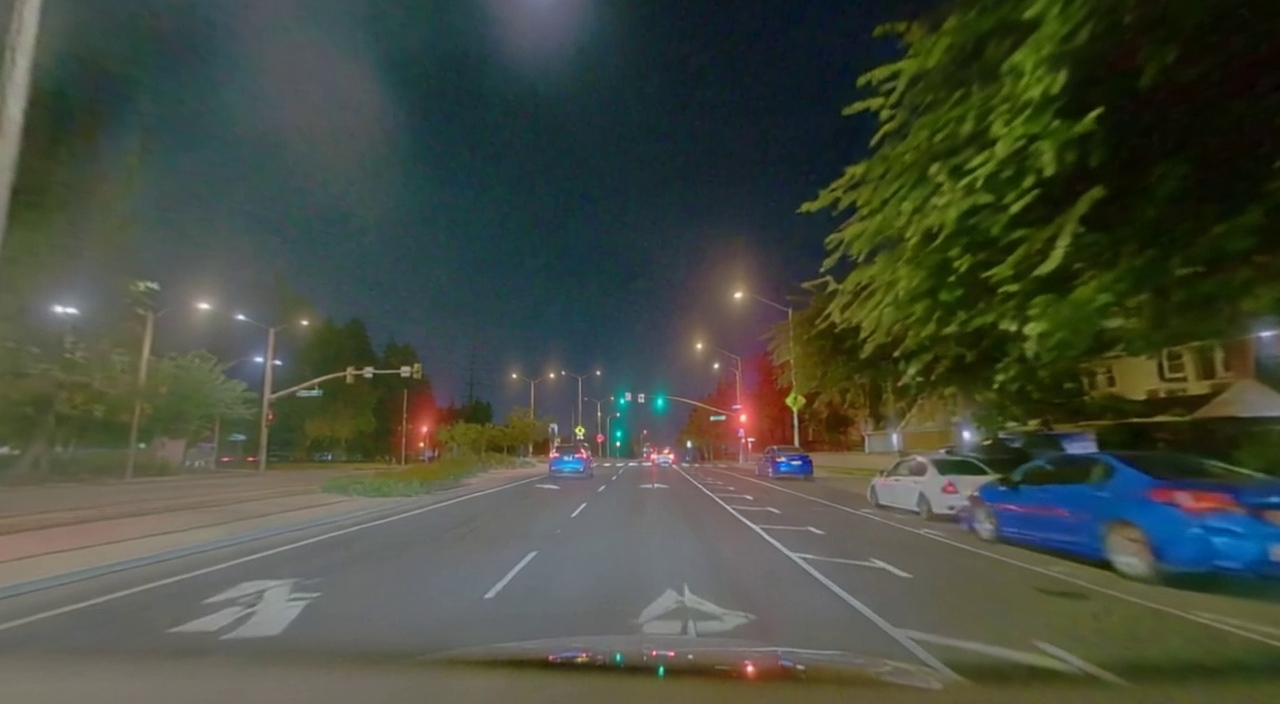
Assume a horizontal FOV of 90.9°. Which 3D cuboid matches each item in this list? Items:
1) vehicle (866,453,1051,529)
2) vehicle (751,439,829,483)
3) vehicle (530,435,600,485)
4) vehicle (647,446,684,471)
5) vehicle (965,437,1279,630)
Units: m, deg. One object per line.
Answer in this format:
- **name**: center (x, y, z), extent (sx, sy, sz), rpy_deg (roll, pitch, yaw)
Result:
- **vehicle**: center (6.209, 2.728, 12.874), extent (1.784, 1.253, 3.905), rpy_deg (0, -9, 1)
- **vehicle**: center (6.379, 4.695, 27.438), extent (2.038, 1.687, 4.985), rpy_deg (0, -9, -2)
- **vehicle**: center (-2.853, 4.272, 25.183), extent (2.150, 1.812, 4.423), rpy_deg (0, -9, 1)
- **vehicle**: center (1.512, 6.524, 38.800), extent (2.075, 1.480, 3.920), rpy_deg (0, -9, 0)
- **vehicle**: center (5.983, 1.769, 7.270), extent (1.871, 1.485, 5.074), rpy_deg (0, -9, 1)
